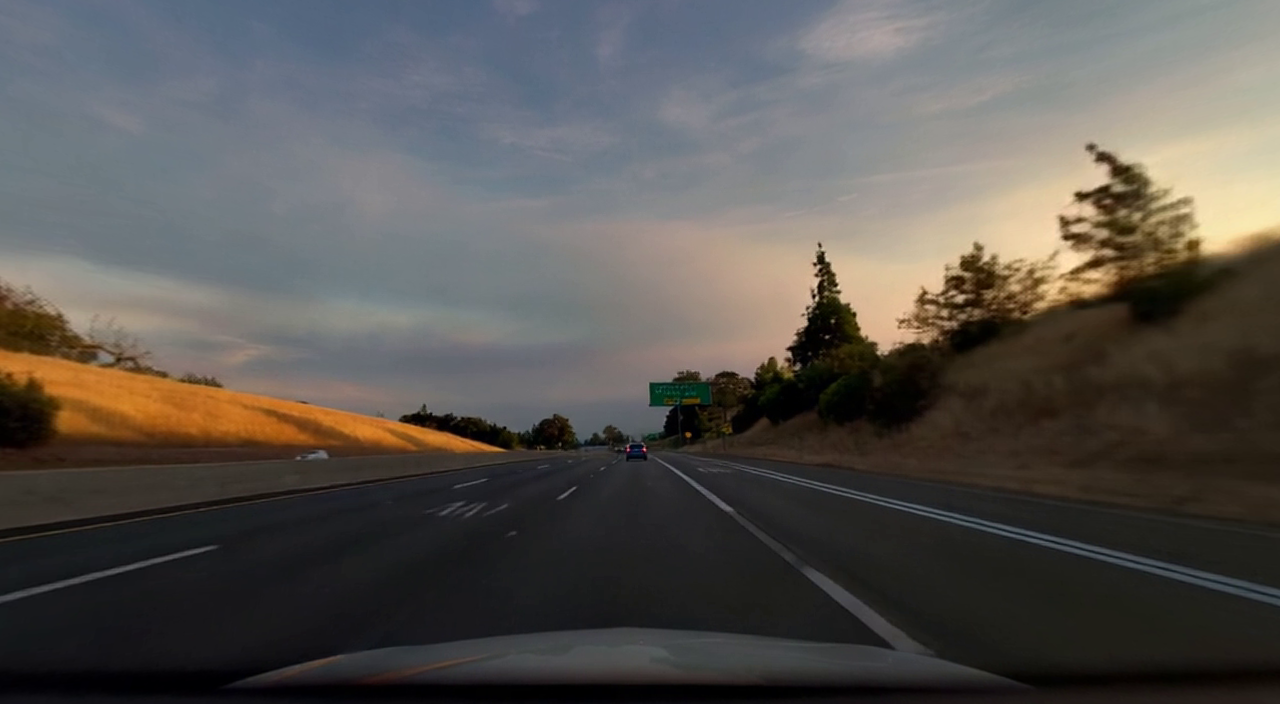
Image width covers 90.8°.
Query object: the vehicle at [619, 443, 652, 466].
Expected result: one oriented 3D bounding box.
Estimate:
[{"bbox_3d":[-0.331,6.886,42.621,2.080,1.468,3.884,0,-8,-1],"label":"vehicle"}]
